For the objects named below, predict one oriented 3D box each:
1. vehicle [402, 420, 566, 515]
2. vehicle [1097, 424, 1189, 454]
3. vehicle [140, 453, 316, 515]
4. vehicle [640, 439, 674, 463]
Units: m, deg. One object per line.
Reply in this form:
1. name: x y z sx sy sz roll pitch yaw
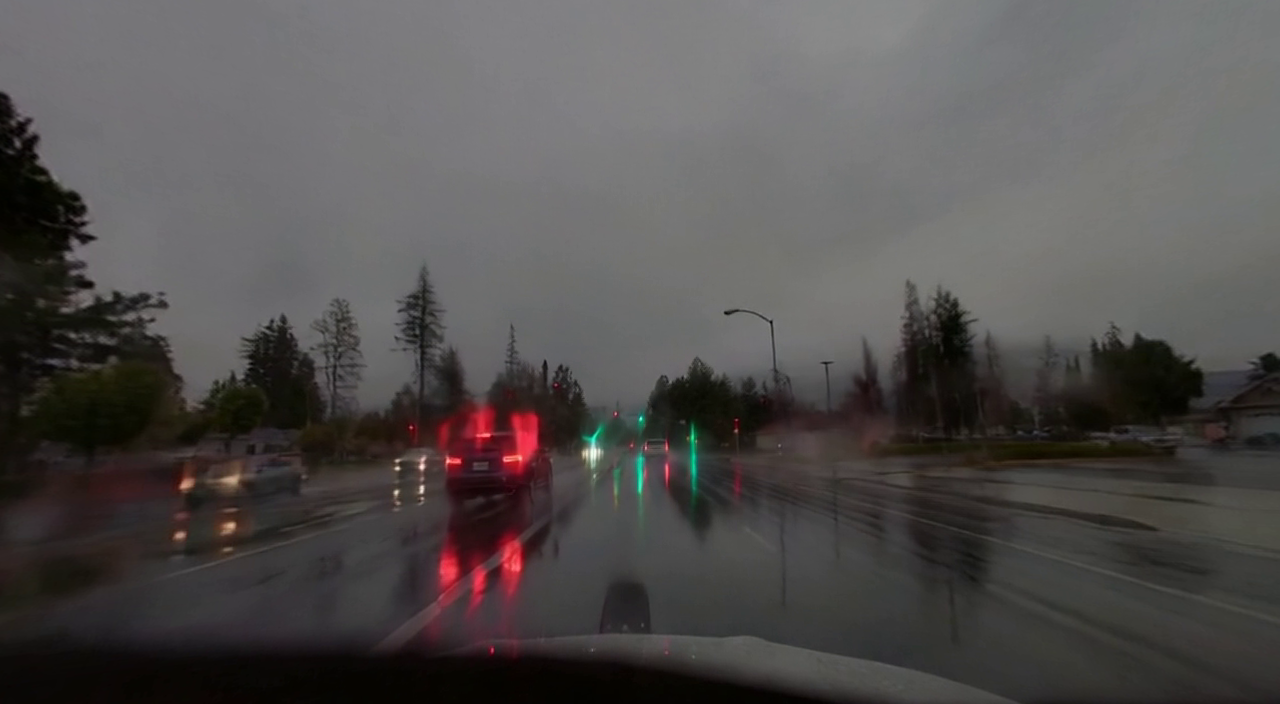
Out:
1. vehicle: -3.358 2.656 15.042 2.459 1.825 5.380 -1 -8 1
2. vehicle: 33.095 5.722 41.685 2.003 1.734 4.821 -3 -7 0
3. vehicle: -11.770 3.768 18.529 1.915 1.493 4.782 -1 -8 1
4. vehicle: 1.265 7.661 48.910 2.437 1.737 4.420 0 -8 -2
